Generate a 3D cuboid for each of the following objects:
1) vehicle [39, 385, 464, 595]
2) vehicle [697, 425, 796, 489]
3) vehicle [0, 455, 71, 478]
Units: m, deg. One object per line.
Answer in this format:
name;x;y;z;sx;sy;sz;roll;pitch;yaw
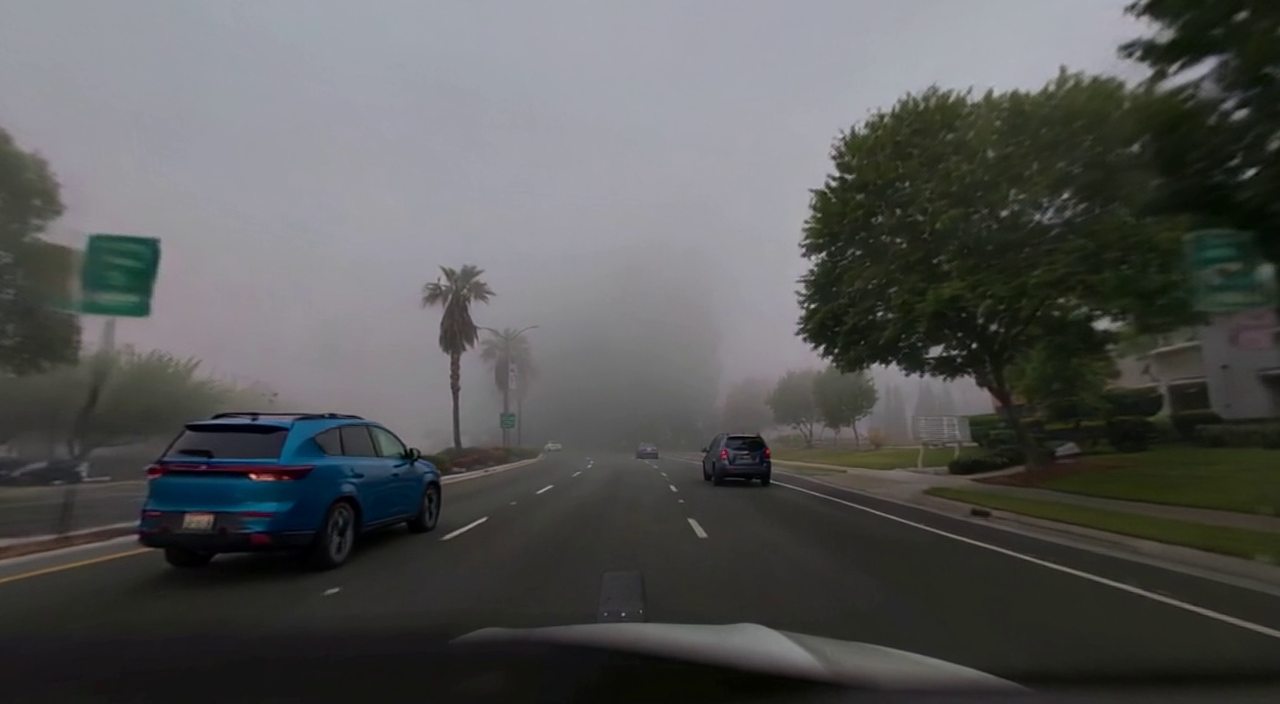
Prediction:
vehicle;-3.984;1.514;7.814;2.150;1.768;4.868;0;-8;0
vehicle;3.230;3.306;20.162;2.195;1.804;4.658;0;-8;-2
vehicle;-37.704;7.052;38.751;3.347;1.368;1.745;0;-8;-2
